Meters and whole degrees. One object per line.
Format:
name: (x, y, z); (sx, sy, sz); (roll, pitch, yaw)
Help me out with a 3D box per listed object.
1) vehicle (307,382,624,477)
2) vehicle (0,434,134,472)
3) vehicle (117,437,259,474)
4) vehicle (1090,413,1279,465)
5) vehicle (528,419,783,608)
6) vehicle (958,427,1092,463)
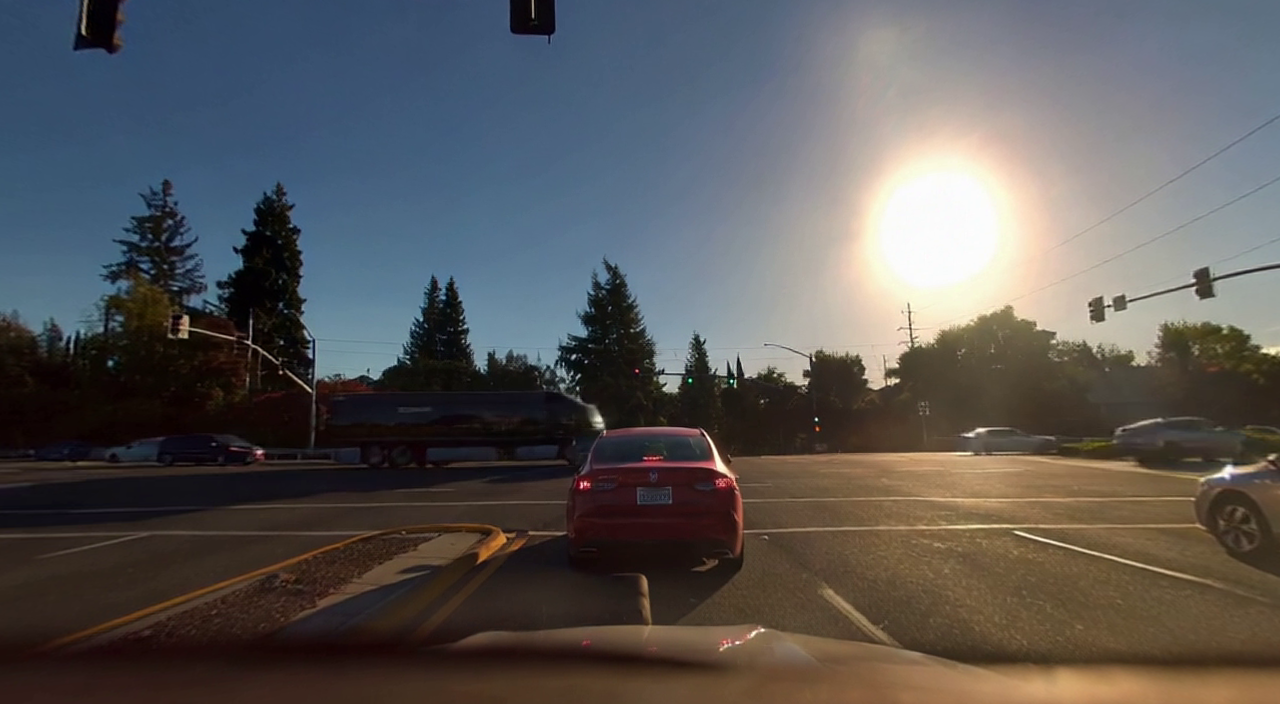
vehicle: (-5.930, 2.832, 22.812); (10.544, 3.126, 2.909); (0, -8, 1)
vehicle: (-27.268, 4.811, 30.111); (4.450, 1.684, 1.894); (0, -8, -1)
vehicle: (-18.978, 4.347, 26.620); (4.517, 1.471, 1.854); (0, -8, 0)
vehicle: (19.484, 3.142, 22.713); (4.921, 1.757, 2.036); (0, -8, 1)
vehicle: (0.081, 1.576, 7.033); (2.041, 1.485, 3.813); (0, -8, -1)
vehicle: (16.036, 3.904, 26.437); (4.399, 1.445, 1.769); (0, -9, 0)
